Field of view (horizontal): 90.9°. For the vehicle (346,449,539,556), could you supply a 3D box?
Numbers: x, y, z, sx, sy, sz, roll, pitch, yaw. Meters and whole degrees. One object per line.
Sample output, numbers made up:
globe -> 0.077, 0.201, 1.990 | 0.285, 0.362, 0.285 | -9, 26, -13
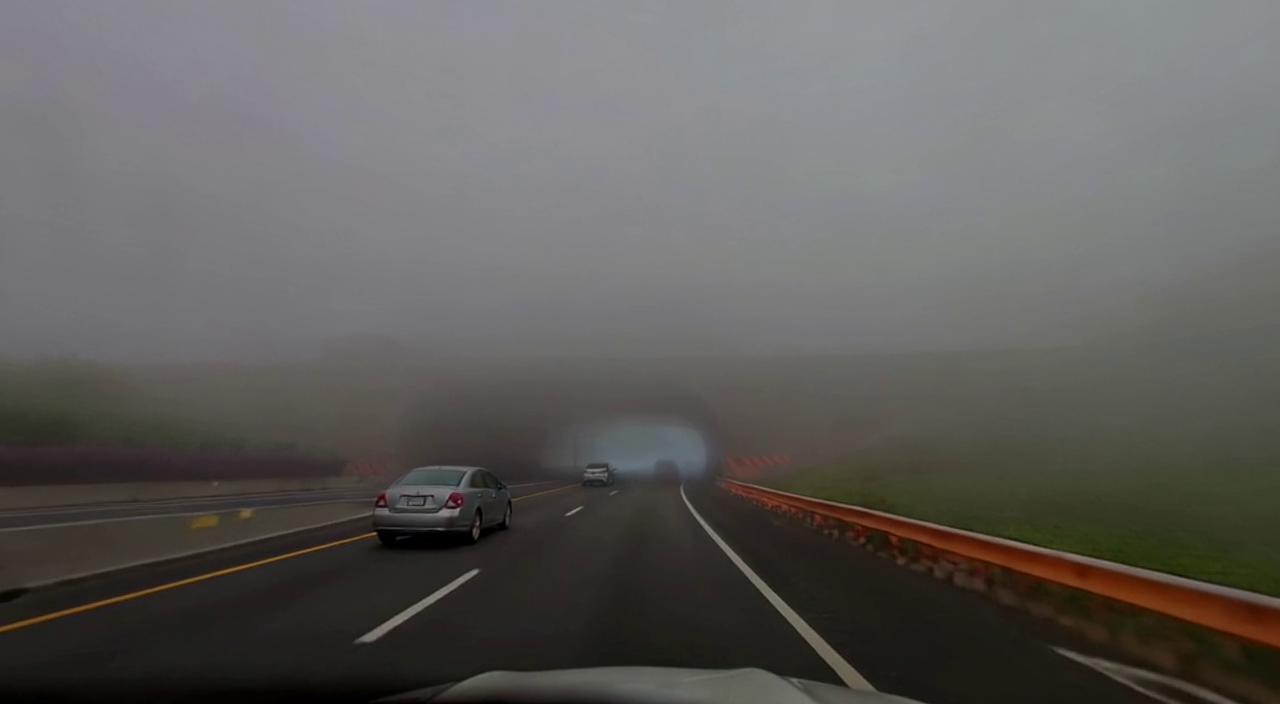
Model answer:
vehicle -> -3.126, 2.495, 10.902 | 1.992, 1.466, 3.690 | 0, -10, 2
